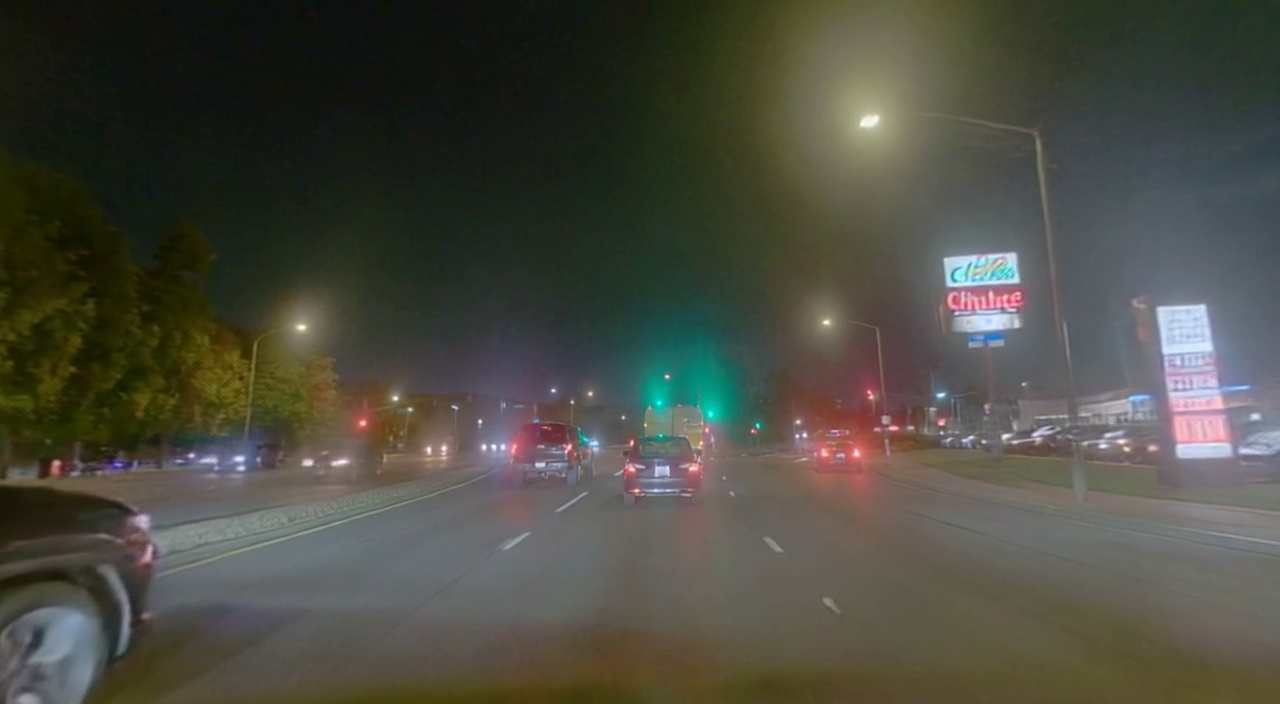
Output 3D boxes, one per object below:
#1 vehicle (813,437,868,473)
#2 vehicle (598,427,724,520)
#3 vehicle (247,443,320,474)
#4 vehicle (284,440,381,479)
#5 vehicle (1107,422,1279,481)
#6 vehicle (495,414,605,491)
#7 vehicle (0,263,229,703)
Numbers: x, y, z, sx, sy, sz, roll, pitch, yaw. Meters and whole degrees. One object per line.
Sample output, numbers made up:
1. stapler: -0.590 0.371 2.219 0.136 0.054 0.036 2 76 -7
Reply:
1. vehicle: 9.042 4.661 28.703 1.900 1.507 4.151 -2 -8 11
2. vehicle: 0.324 2.295 12.432 2.061 1.494 4.079 0 -8 0
3. vehicle: -21.181 6.326 37.654 1.923 1.703 4.520 0 -8 -3
4. vehicle: -12.501 4.390 25.957 2.011 1.456 4.143 0 -8 -2
5. vehicle: 15.598 2.667 17.039 4.436 1.466 1.875 0 -8 -2
6. vehicle: -2.444 2.953 18.727 2.289 1.935 5.227 -1 -8 2
7. vehicle: -3.074 0.442 0.556 2.124 1.829 4.799 0 -8 1
